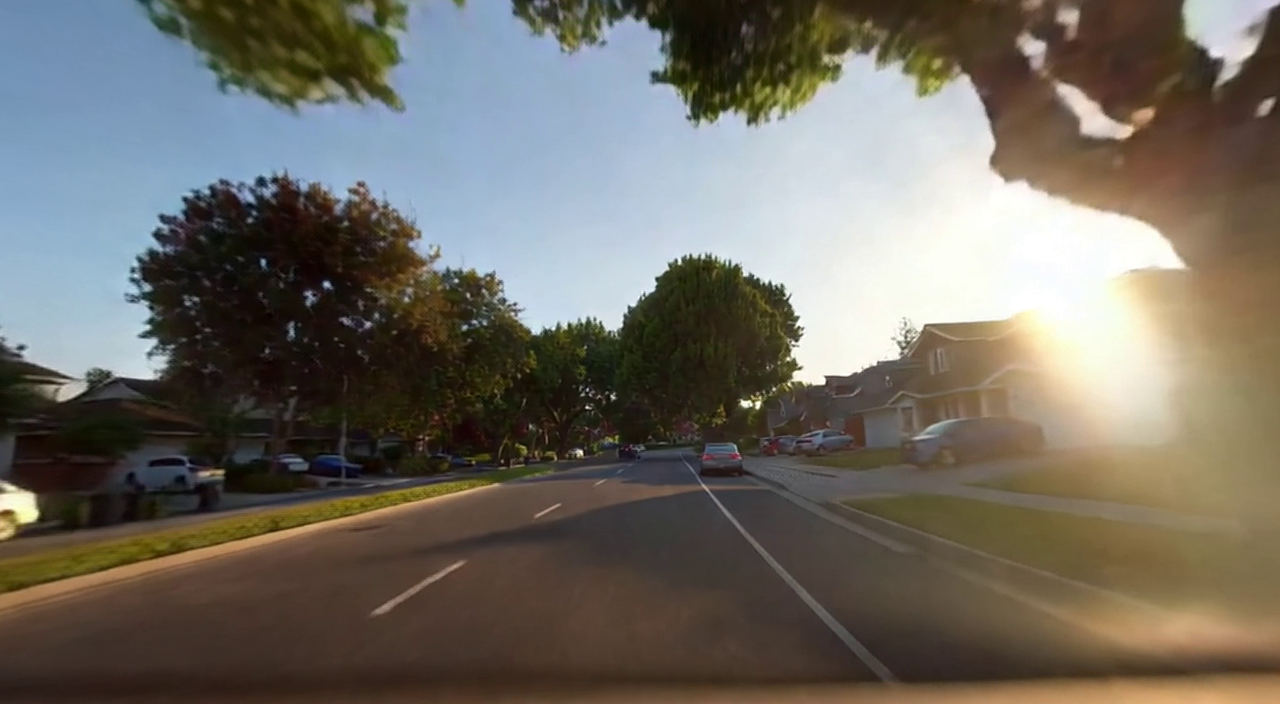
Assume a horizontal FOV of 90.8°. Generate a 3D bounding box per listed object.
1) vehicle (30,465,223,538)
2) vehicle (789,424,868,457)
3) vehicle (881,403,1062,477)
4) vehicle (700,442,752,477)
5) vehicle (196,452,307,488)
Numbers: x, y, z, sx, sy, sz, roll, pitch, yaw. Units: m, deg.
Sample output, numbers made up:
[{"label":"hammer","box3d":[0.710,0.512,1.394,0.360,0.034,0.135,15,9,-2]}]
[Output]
[{"label":"vehicle","box3d":[-14.082,4.075,17.703,1.695,1.423,4.371,-9,-9,2]},{"label":"vehicle","box3d":[12.028,5.636,40.215,4.591,1.867,2.057,2,-11,-29]},{"label":"vehicle","box3d":[10.279,2.751,19.858,4.463,1.765,1.960,-5,-8,-4]},{"label":"vehicle","box3d":[3.834,4.862,28.821,2.016,1.477,4.207,-1,-8,3]},{"label":"vehicle","box3d":[-20.137,6.094,32.836,4.505,1.501,1.953,2,-9,6]}]
